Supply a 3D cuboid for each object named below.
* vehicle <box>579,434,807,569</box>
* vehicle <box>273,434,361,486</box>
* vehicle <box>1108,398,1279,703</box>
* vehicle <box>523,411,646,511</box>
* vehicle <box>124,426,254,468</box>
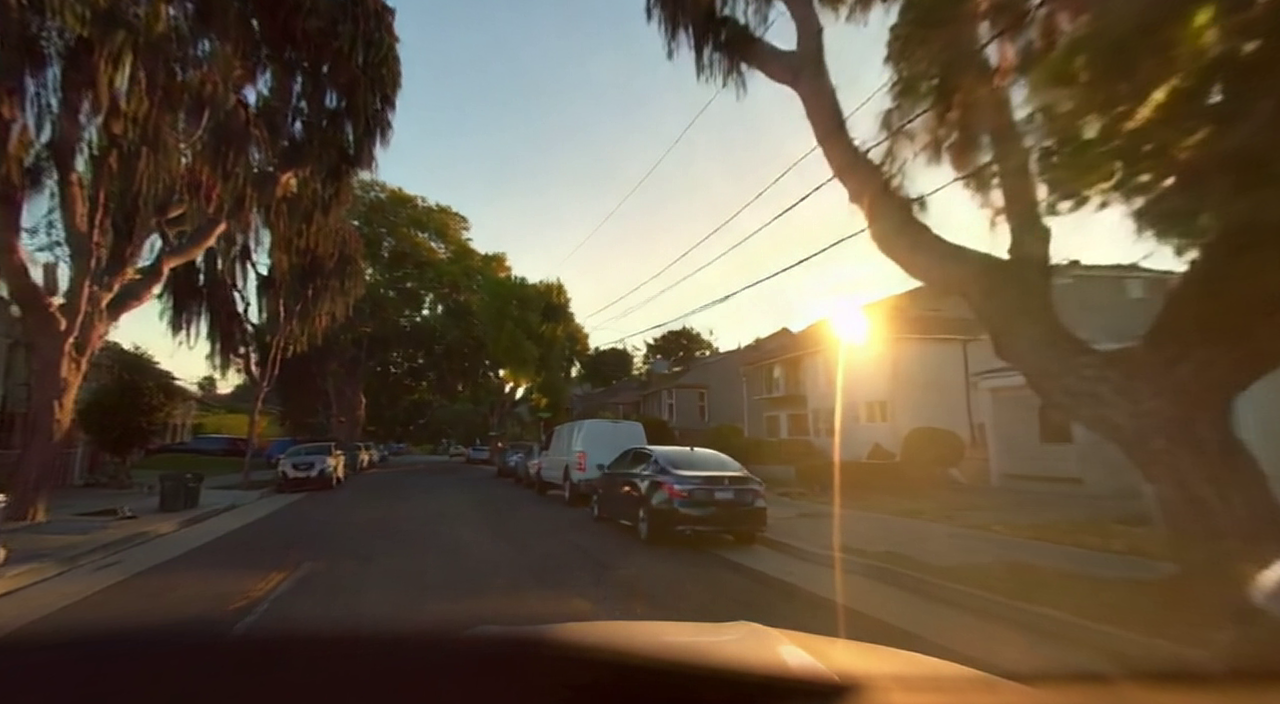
[{"bbox_3d":[0.501,2.083,9.876,1.828,1.442,4.476,2,-6,-20],"label":"vehicle"},{"bbox_3d":[-10.724,3.592,21.249,1.908,1.493,4.806,6,-10,-19],"label":"vehicle"},{"bbox_3d":[4.790,1.108,3.289,4.030,1.648,1.827,4,-9,-23],"label":"vehicle"},{"bbox_3d":[-1.605,2.619,16.211,1.993,2.129,4.893,2,-6,-19],"label":"vehicle"},{"bbox_3d":[-19.457,4.080,27.387,4.153,1.550,2.029,3,-2,-20],"label":"vehicle"}]
